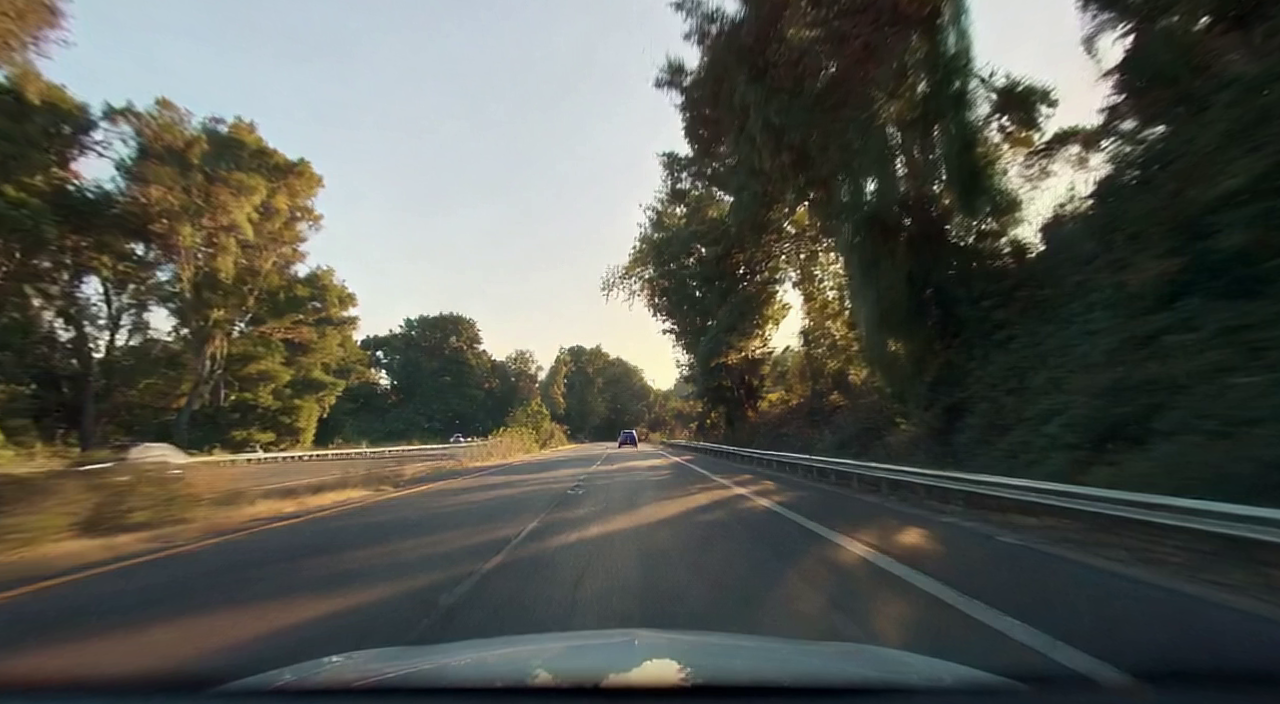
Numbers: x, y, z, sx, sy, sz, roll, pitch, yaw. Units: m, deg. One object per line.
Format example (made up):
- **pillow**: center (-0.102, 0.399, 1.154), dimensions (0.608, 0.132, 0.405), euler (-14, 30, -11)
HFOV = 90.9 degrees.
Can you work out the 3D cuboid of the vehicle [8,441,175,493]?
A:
- **vehicle**: center (-17.244, 3.585, 20.139), dimensions (1.776, 1.417, 4.018), euler (0, -8, -1)
